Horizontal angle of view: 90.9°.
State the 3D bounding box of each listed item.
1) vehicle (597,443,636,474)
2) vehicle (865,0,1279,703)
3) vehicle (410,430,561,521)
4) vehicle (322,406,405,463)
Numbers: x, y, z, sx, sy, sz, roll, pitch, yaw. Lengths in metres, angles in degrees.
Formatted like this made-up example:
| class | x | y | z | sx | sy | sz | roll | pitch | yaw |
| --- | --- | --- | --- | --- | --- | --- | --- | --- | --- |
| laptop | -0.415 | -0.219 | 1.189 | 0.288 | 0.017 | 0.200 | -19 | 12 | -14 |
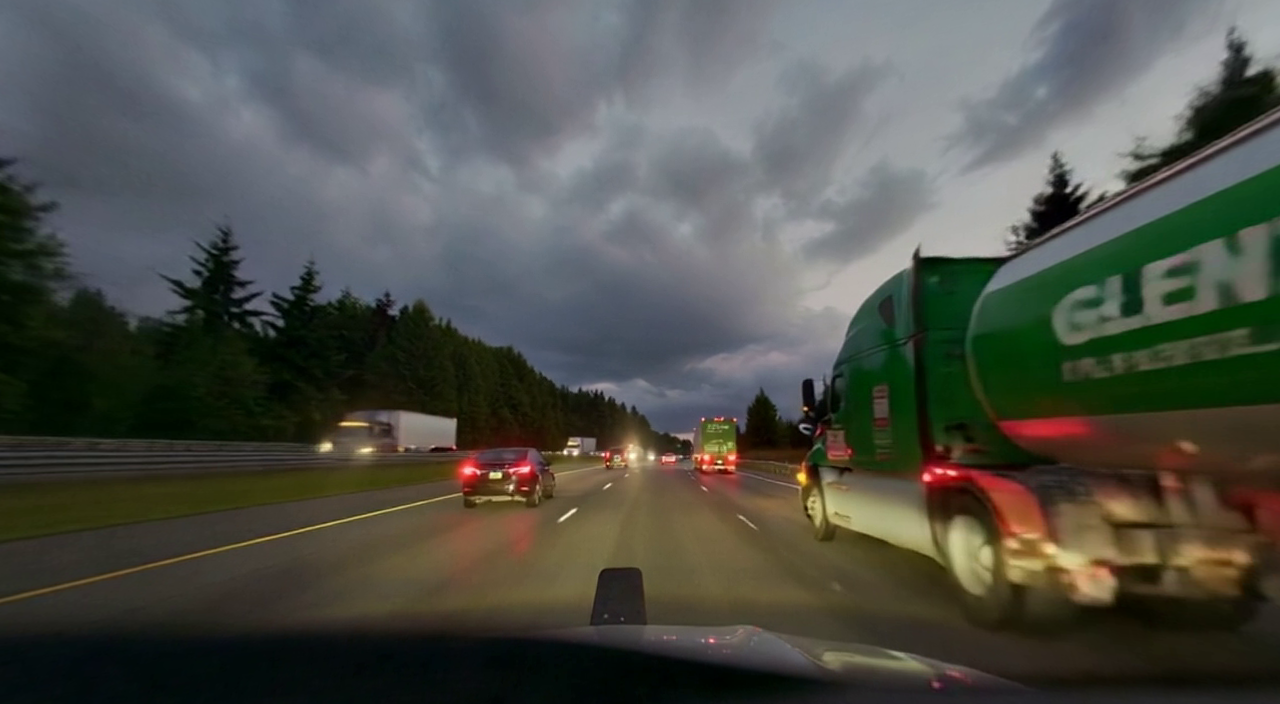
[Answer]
| class | x | y | z | sx | sy | sz | roll | pitch | yaw |
| --- | --- | --- | --- | --- | --- | --- | --- | --- | --- |
| vehicle | -1.598 | 7.586 | 45.124 | 2.201 | 2.038 | 5.065 | -1 | -9 | 4 |
| vehicle | 4.137 | -0.052 | 2.074 | 2.732 | 3.585 | 11.338 | 0 | -9 | 1 |
| vehicle | -3.241 | 2.717 | 14.318 | 2.205 | 1.728 | 4.397 | 0 | -9 | 1 |
| vehicle | -20.425 | 6.196 | 46.958 | 2.943 | 3.973 | 5.837 | -1 | -9 | 5 |
